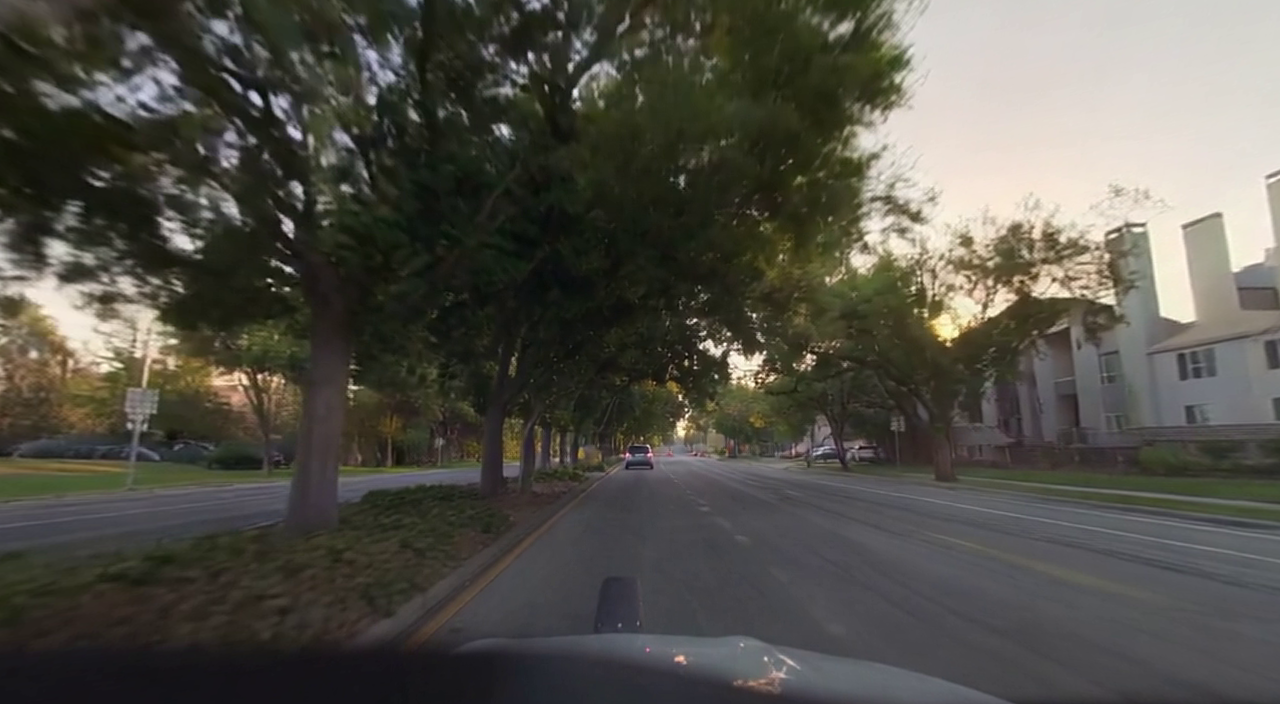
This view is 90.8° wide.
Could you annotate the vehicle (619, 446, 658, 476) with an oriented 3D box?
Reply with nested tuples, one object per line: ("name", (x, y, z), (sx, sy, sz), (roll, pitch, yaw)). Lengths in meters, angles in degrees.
("vehicle", (-0.039, 6.171, 36.100), (2.093, 1.591, 4.247), (0, -9, 1))
